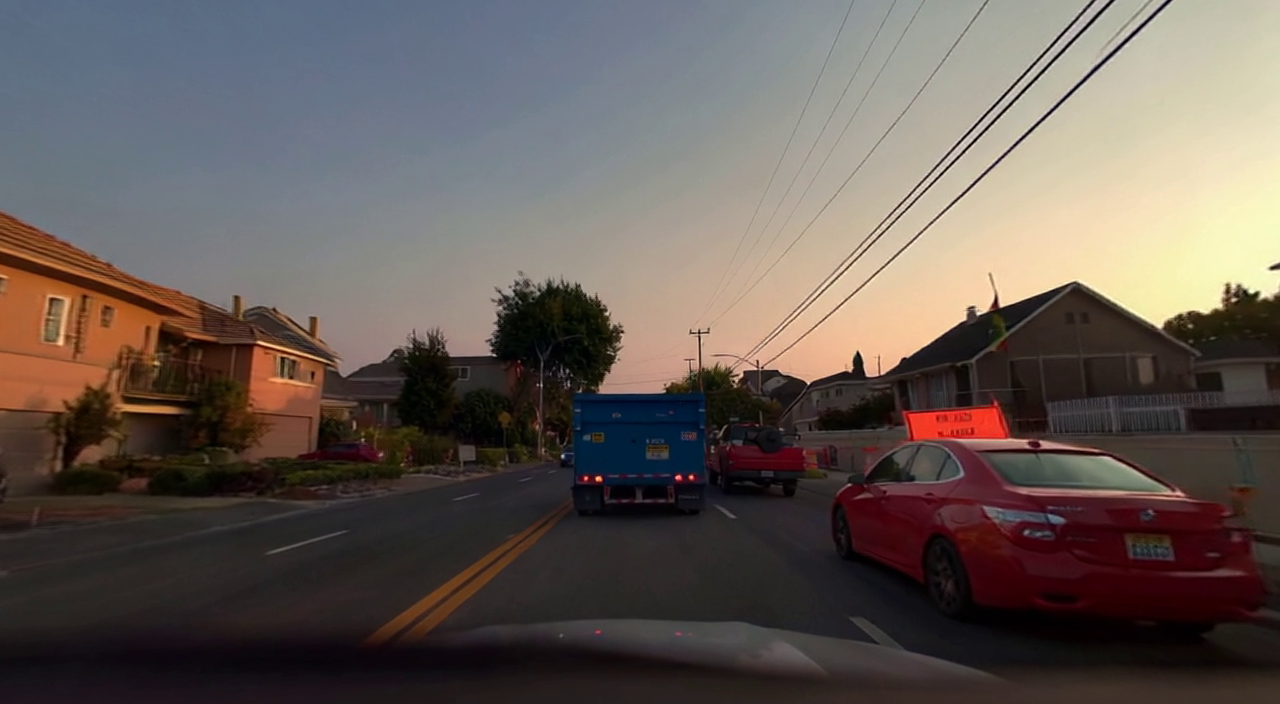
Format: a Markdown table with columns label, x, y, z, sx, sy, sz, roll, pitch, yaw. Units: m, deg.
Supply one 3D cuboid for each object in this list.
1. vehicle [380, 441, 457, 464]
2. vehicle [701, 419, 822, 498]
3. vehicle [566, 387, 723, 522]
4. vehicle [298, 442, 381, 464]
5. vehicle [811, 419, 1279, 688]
| label | x | y | z | sx | sy | sz | roll | pitch | yaw |
| --- | --- | --- | --- | --- | --- | --- | --- | --- | --- |
| vehicle | -14.953 | 6.829 | 42.609 | 4.490 | 1.500 | 1.875 | 0 | -8 | -1 |
| vehicle | 3.355 | 3.127 | 18.802 | 2.486 | 1.993 | 5.667 | 0 | -8 | 0 |
| vehicle | 0.134 | 2.270 | 14.262 | 2.751 | 2.361 | 6.347 | 0 | -9 | 1 |
| vehicle | -20.219 | 6.790 | 42.314 | 4.706 | 1.468 | 1.817 | -1 | -8 | 3 |
| vehicle | 3.221 | 1.469 | 5.846 | 2.010 | 1.499 | 4.481 | 0 | -8 | 0 |
